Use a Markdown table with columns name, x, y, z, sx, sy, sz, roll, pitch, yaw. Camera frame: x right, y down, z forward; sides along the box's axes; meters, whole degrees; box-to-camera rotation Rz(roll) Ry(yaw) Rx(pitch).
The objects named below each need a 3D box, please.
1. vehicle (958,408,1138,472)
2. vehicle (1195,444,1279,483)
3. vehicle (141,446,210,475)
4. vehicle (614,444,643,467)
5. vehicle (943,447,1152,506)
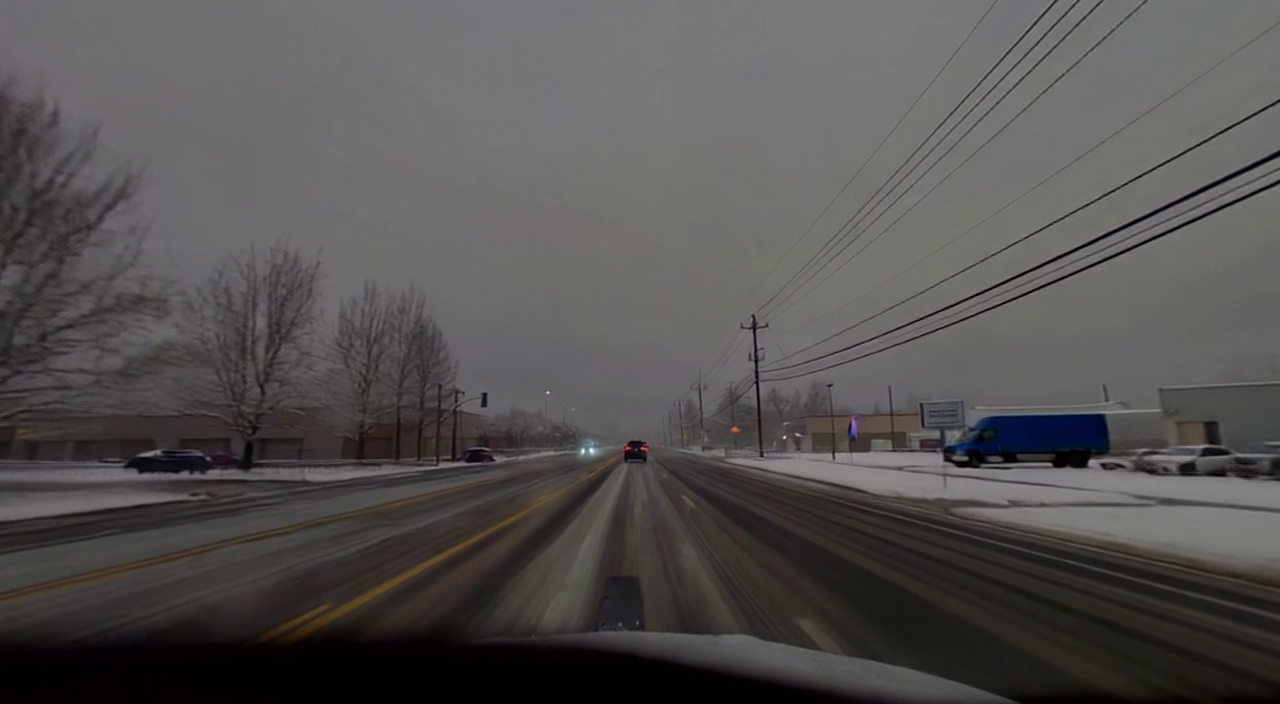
| name | x | y | z | sx | sy | sz | roll | pitch | yaw |
| --- | --- | --- | --- | --- | --- | --- | --- | --- | --- |
| vehicle | 24.644 | 5.389 | 38.495 | 8.701 | 3.665 | 2.906 | -1 | -9 | 1 |
| vehicle | 25.554 | 4.583 | 26.029 | 3.575 | 1.521 | 1.803 | -1 | -9 | 1 |
| vehicle | -31.603 | 7.346 | 42.918 | 4.992 | 1.876 | 2.169 | -6 | -11 | 35 |
| vehicle | -0.802 | 7.395 | 45.220 | 1.937 | 1.588 | 3.746 | 0 | -9 | 0 |
| vehicle | 11.760 | 3.594 | 18.488 | 4.758 | 1.496 | 1.871 | -2 | -9 | -1 |
